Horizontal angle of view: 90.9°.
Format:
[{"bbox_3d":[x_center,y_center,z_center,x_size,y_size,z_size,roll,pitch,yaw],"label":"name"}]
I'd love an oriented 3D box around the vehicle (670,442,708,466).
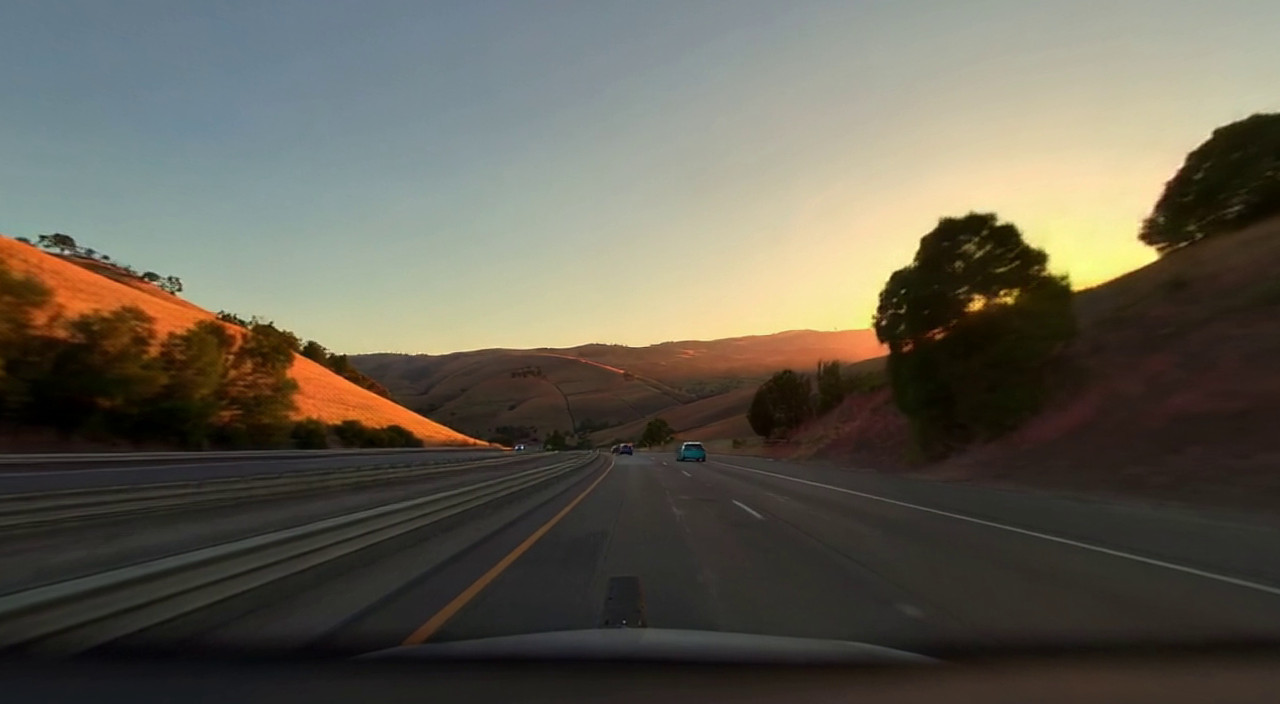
[{"bbox_3d":[3.229,6.834,42.489,1.960,1.516,4.657,0,-8,-3],"label":"vehicle"}]
